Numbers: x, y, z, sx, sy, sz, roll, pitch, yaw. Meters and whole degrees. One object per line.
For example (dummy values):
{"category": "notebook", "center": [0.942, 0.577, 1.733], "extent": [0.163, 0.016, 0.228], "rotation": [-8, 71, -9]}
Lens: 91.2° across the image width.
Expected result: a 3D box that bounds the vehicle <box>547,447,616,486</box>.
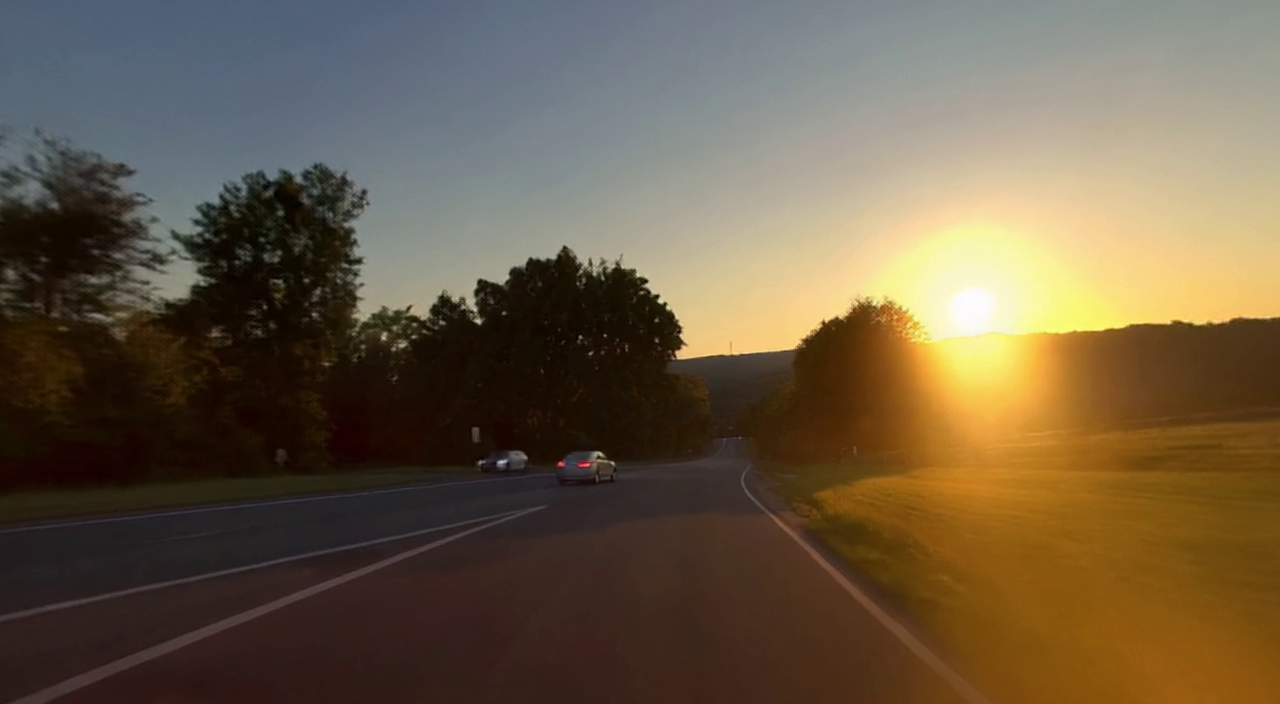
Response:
{"category": "vehicle", "center": [-2.592, 5.222, 28.851], "extent": [2.106, 1.679, 3.908], "rotation": [-2, -9, 12]}
